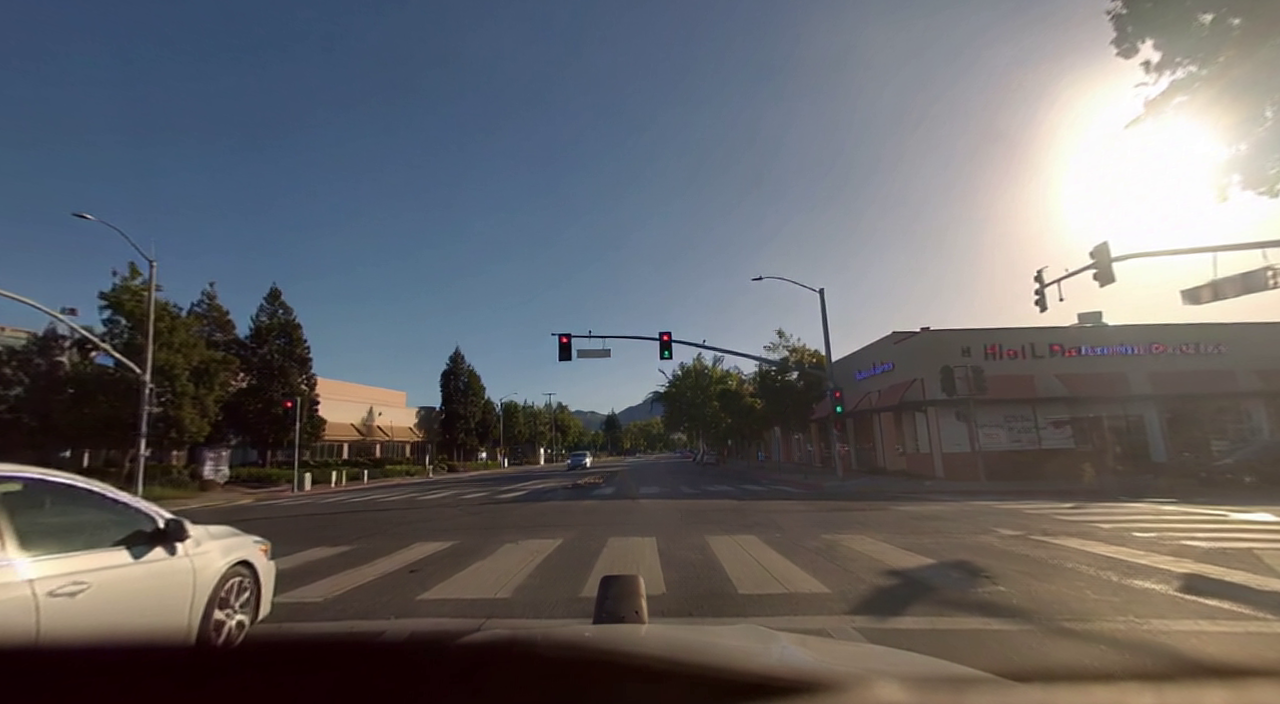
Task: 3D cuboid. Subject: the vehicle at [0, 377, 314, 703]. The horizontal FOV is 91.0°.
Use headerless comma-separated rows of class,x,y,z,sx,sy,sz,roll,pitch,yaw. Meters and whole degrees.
vehicle,-3.498,0.937,2.597,1.947,1.627,4.248,0,-9,1
